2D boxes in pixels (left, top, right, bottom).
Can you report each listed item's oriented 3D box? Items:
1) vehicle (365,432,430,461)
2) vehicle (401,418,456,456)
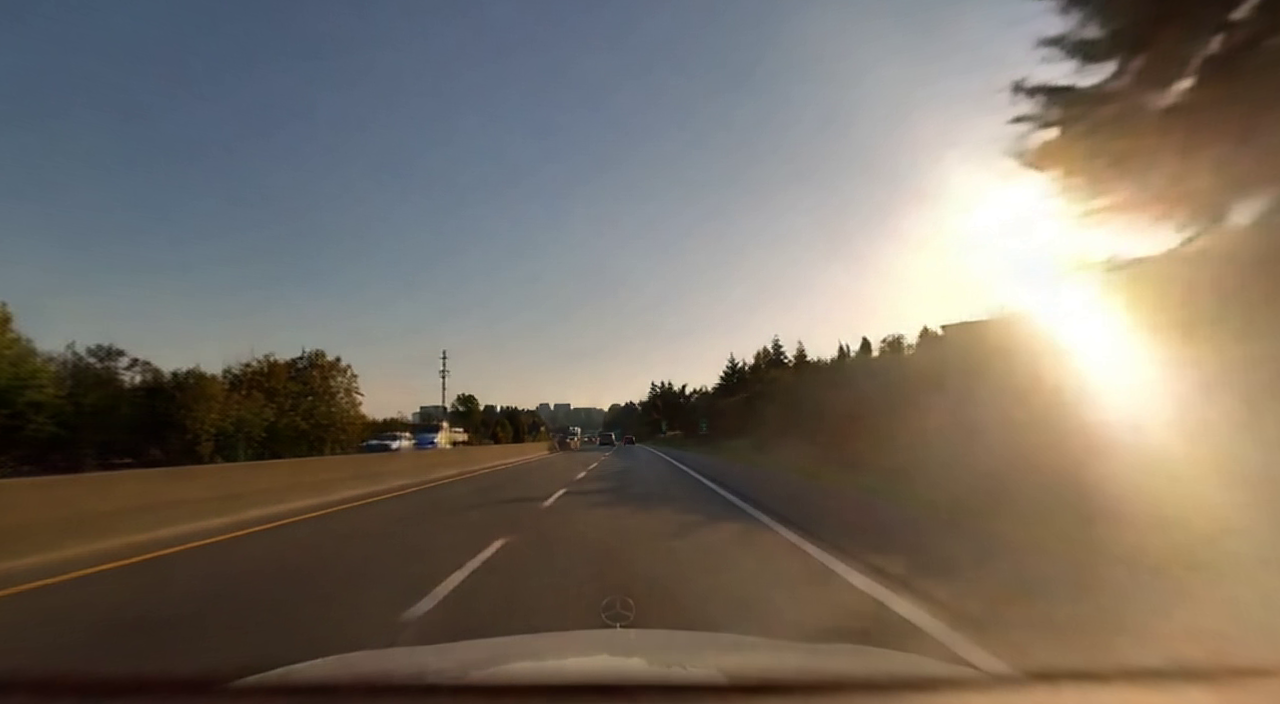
[{"bbox_3d":[-15.700,6.137,41.124,2.053,1.724,5.287,0,-8,1],"label":"vehicle"},{"bbox_3d":[-15.687,6.328,47.028,2.372,2.705,4.535,0,-8,1],"label":"vehicle"}]
